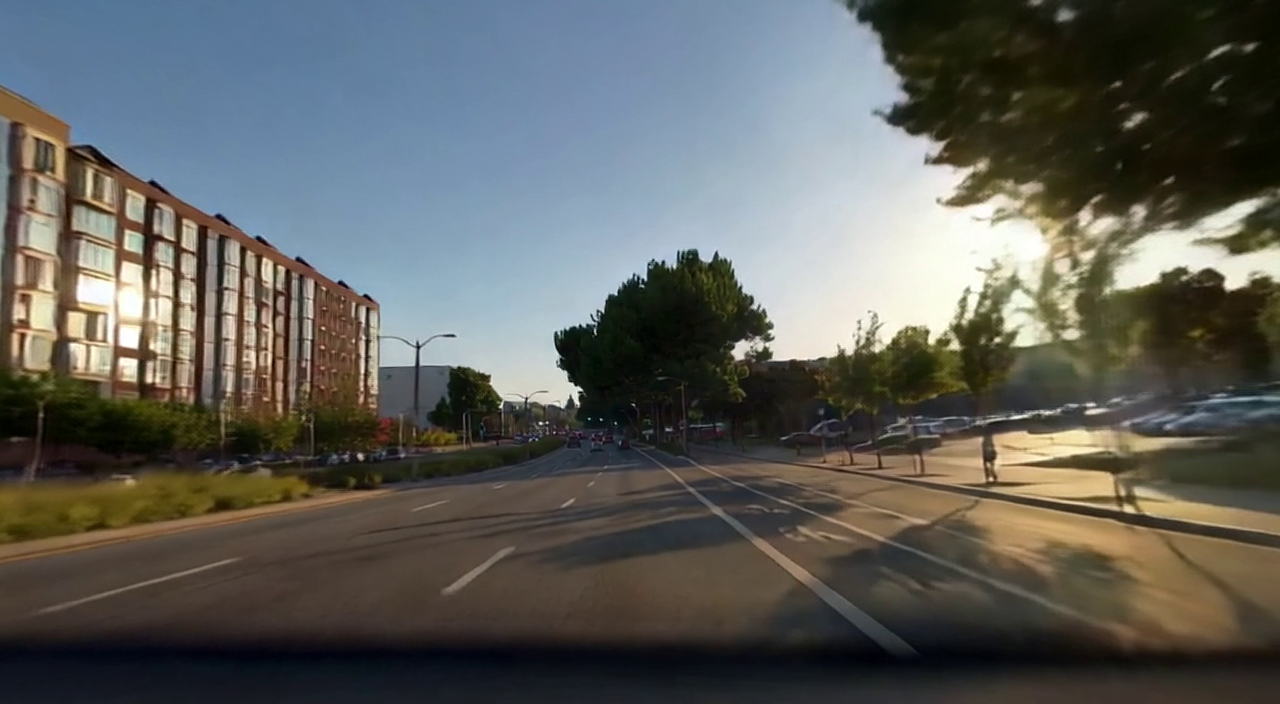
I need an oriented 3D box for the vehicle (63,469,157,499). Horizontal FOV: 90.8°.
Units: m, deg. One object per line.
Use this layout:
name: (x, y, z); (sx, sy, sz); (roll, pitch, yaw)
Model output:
vehicle: (-33.178, 8.253, 39.750); (2.020, 1.552, 4.568); (0, -9, -2)
